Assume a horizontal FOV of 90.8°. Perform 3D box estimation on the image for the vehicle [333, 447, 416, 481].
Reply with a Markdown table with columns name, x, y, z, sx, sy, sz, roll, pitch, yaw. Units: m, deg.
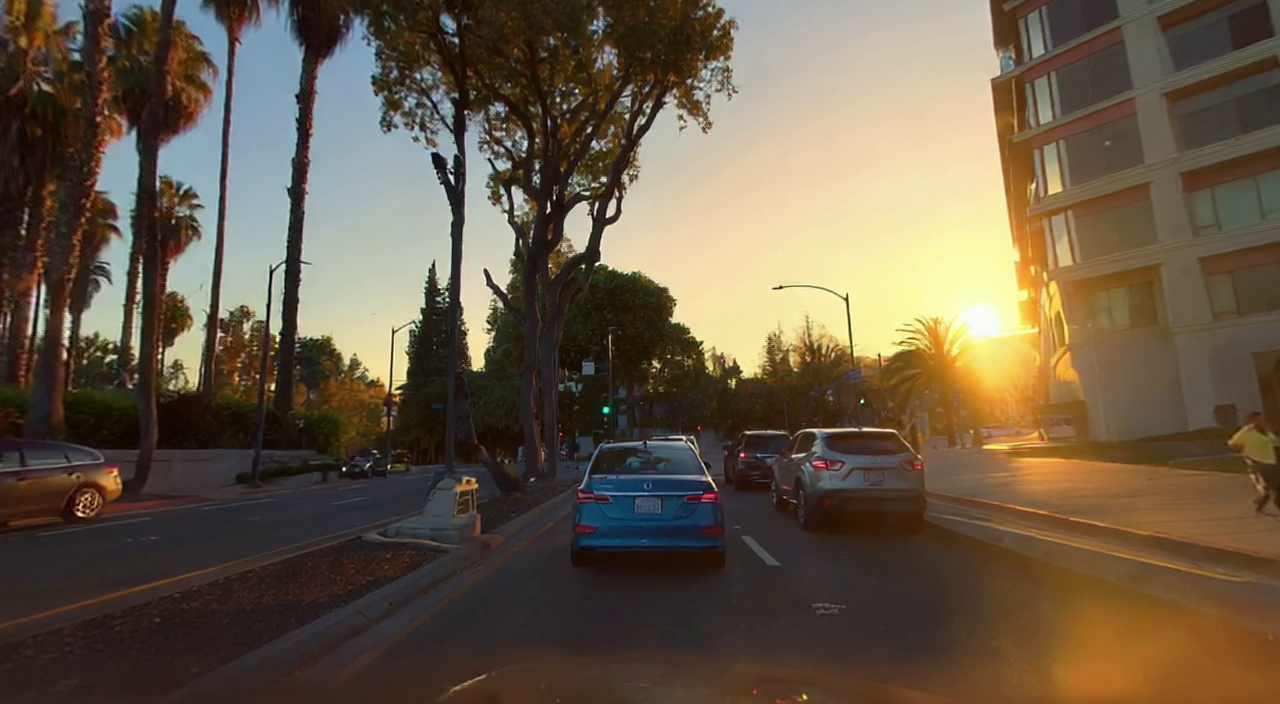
| name | x | y | z | sx | sy | sz | roll | pitch | yaw |
| --- | --- | --- | --- | --- | --- | --- | --- | --- | --- |
| vehicle | -13.194 | 5.568 | 31.722 | 1.965 | 1.507 | 4.725 | -1 | -8 | 2 |

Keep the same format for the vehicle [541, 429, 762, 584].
| name | x | y | z | sx | sy | sz | roll | pitch | yaw |
| --- | --- | --- | --- | --- | --- | --- | --- | --- | --- |
| vehicle | 0.149 | 1.772 | 8.070 | 2.088 | 1.452 | 3.993 | 0 | -8 | 1 |

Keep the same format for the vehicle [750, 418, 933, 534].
| name | x | y | z | sx | sy | sz | roll | pitch | yaw |
| --- | --- | --- | --- | --- | --- | --- | --- | --- | --- |
| vehicle | 3.413 | 2.189 | 11.732 | 2.003 | 1.733 | 4.319 | 0 | -8 | 1 |

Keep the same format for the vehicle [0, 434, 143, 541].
| name | x | y | z | sx | sy | sz | roll | pitch | yaw |
| --- | --- | --- | --- | --- | --- | --- | --- | --- | --- |
| vehicle | -13.056 | 2.719 | 12.290 | 2.240 | 1.964 | 5.707 | -6 | -8 | 0 |
